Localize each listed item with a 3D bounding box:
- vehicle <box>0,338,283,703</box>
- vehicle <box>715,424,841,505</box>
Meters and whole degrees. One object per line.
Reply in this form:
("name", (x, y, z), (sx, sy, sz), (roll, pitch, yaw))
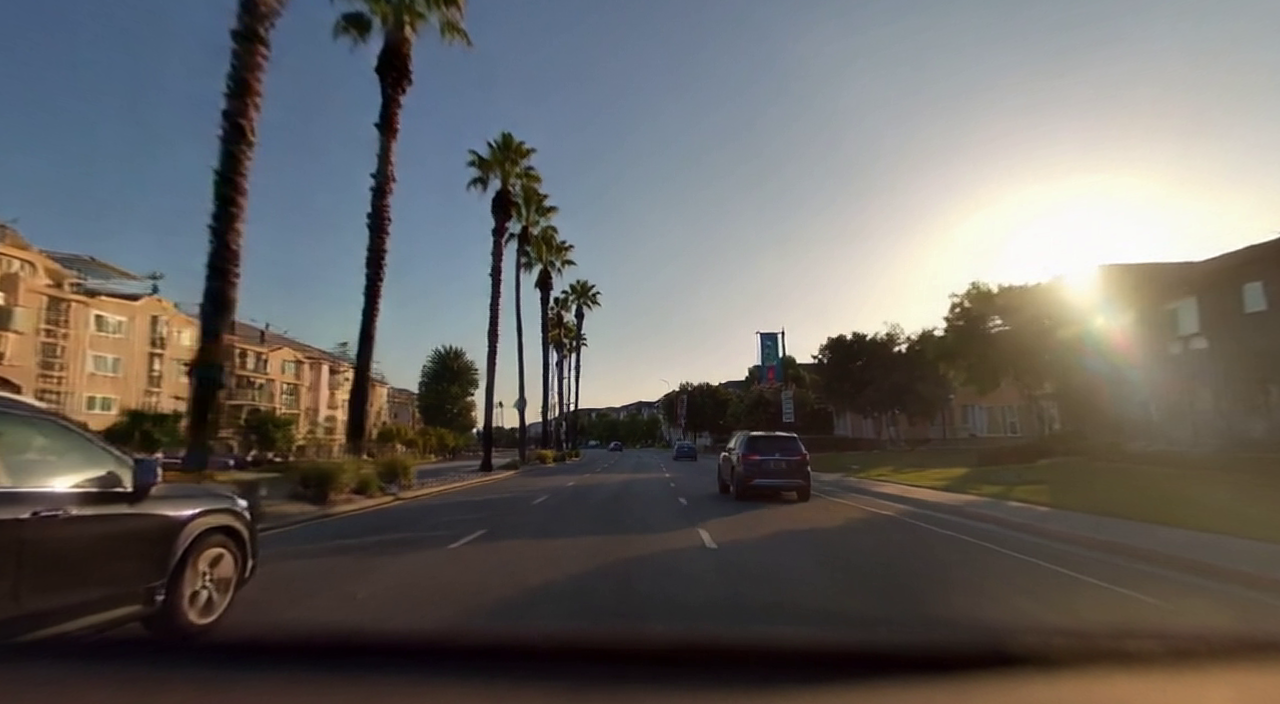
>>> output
("vehicle", (-3.935, 0.779, 2.468), (2.150, 1.768, 4.868), (0, -9, 0))
("vehicle", (3.390, 2.885, 16.516), (2.195, 1.804, 4.658), (0, -9, 0))
